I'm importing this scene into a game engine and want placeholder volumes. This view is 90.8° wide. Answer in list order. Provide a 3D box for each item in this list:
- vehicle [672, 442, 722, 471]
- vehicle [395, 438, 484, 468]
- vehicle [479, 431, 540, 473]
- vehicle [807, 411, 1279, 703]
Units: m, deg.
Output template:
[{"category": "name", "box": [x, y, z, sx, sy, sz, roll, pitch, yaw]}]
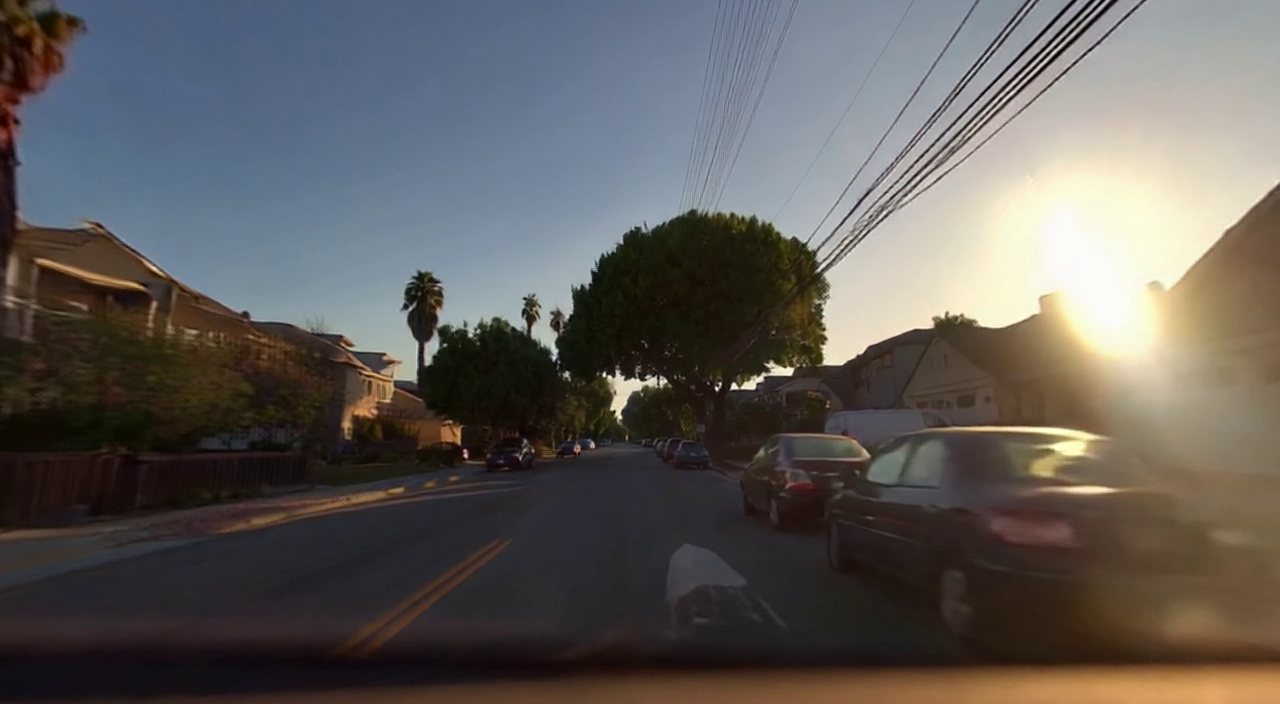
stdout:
[{"category": "vehicle", "box": [2.694, 5.050, 30.690, 1.827, 1.286, 3.684, 1, -8, -5]}, {"category": "vehicle", "box": [-11.846, 5.960, 37.529, 4.529, 1.677, 2.204, 0, -8, 0]}, {"category": "vehicle", "box": [-6.685, 5.247, 32.852, 2.156, 1.932, 4.518, -2, -11, 1]}, {"category": "vehicle", "box": [2.849, 1.306, 5.120, 1.870, 1.490, 3.802, 0, -8, -1]}]
